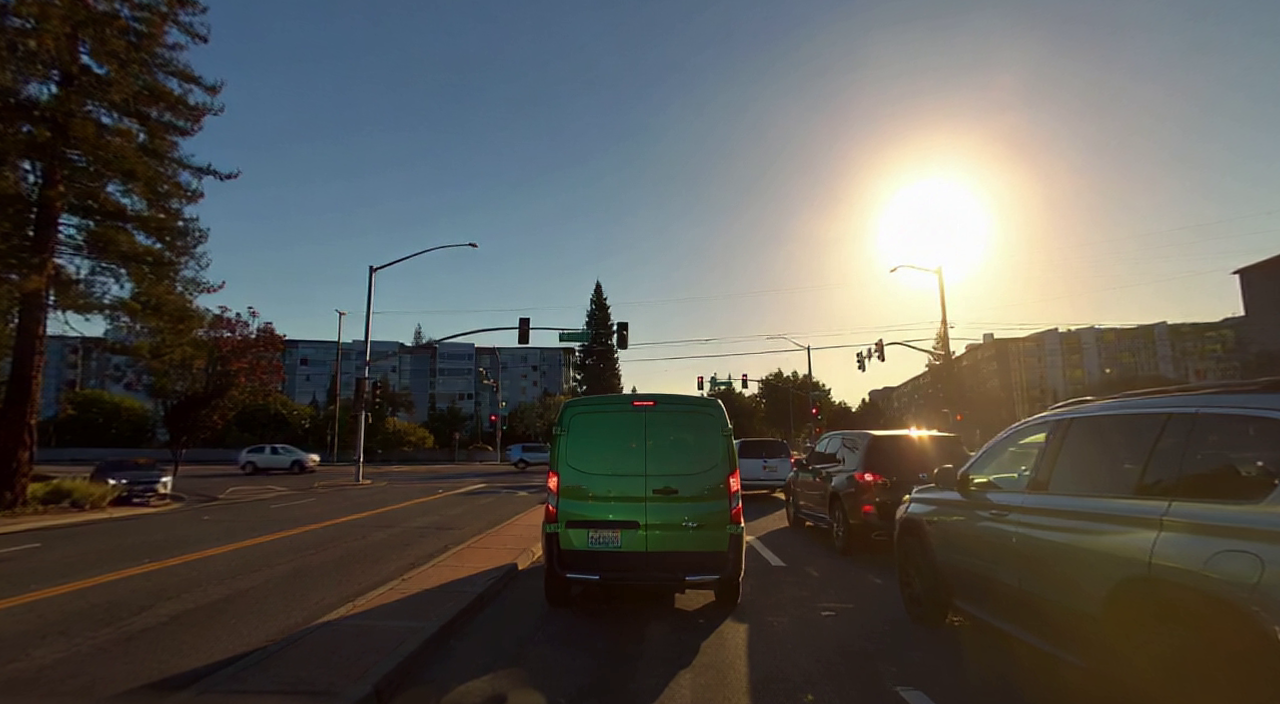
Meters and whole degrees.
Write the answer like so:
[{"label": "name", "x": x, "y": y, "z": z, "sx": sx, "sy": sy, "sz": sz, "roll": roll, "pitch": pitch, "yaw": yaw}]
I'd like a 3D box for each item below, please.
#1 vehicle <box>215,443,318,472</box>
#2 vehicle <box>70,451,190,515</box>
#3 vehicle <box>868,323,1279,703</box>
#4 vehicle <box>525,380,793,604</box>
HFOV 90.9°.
[{"label": "vehicle", "x": -20.952, "y": 5.920, "z": 35.514, "sx": 4.498, "sy": 1.547, "sz": 1.886, "roll": 1, "pitch": -8, "yaw": -7}, {"label": "vehicle", "x": -15.374, "y": 3.811, "z": 18.908, "sx": 4.654, "sy": 1.488, "sz": 2.023, "roll": -8, "pitch": -6, "yaw": 41}, {"label": "vehicle", "x": 2.897, "y": 0.951, "z": 3.173, "sx": 1.971, "sy": 1.663, "sz": 4.287, "roll": 0, "pitch": -8, "yaw": 2}, {"label": "vehicle", "x": 0.174, "y": 1.467, "z": 7.432, "sx": 2.185, "sy": 1.822, "sz": 4.391, "roll": 0, "pitch": -8, "yaw": 1}]
